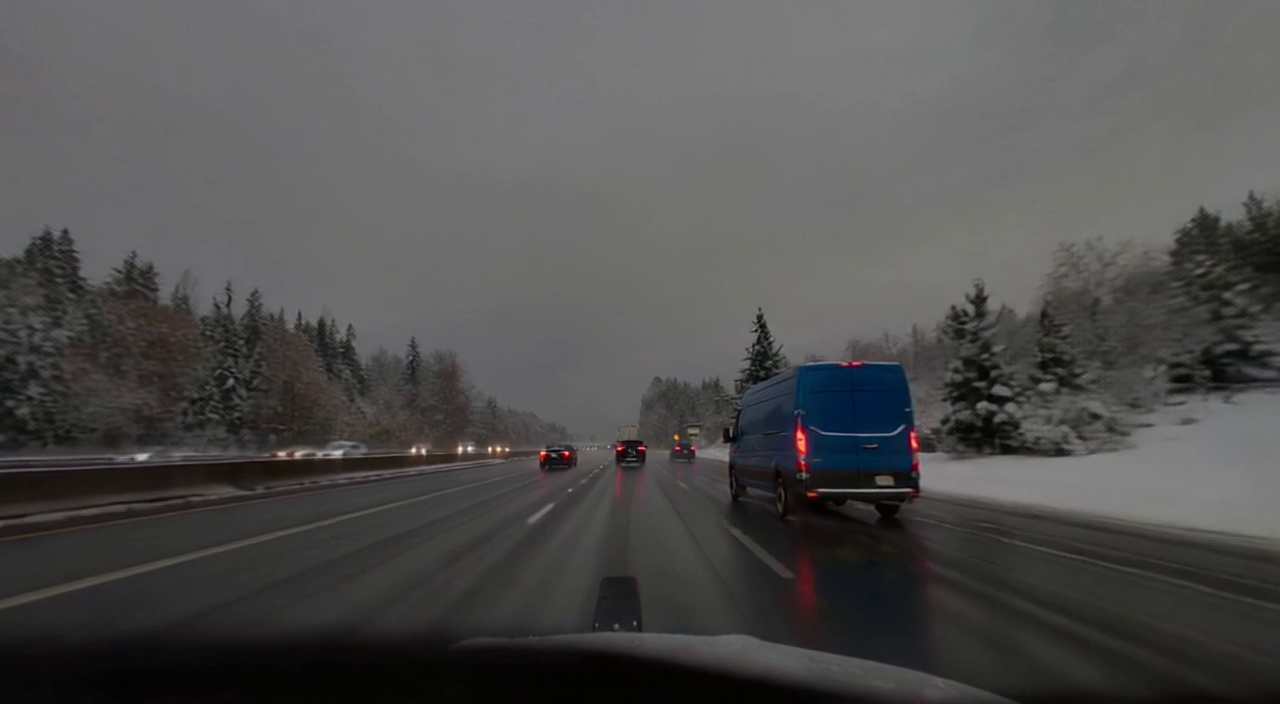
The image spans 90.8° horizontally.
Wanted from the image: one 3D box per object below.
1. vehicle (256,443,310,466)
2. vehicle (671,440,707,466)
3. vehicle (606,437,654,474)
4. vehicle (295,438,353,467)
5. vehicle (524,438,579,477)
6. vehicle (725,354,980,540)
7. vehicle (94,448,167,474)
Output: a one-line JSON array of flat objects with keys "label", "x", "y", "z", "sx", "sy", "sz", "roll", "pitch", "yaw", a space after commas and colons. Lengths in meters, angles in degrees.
[{"label": "vehicle", "x": -24.974, "y": 7.171, "z": 44.308, "sx": 1.824, "sy": 1.511, "sz": 3.484, "roll": 0, "pitch": -8, "yaw": -1}, {"label": "vehicle", "x": 3.458, "y": 7.253, "z": 45.521, "sx": 2.160, "sy": 1.759, "sz": 4.214, "roll": 0, "pitch": -8, "yaw": -2}, {"label": "vehicle", "x": -0.523, "y": 5.329, "z": 32.727, "sx": 2.297, "sy": 1.783, "sz": 4.355, "roll": 0, "pitch": -8, "yaw": -1}, {"label": "vehicle", "x": -17.760, "y": 5.651, "z": 35.648, "sx": 1.520, "sy": 1.495, "sz": 3.354, "roll": 0, "pitch": -8, "yaw": 0}, {"label": "vehicle", "x": -4.194, "y": 5.082, "z": 30.639, "sx": 2.023, "sy": 1.709, "sz": 4.263, "roll": 0, "pitch": -8, "yaw": 0}, {"label": "vehicle", "x": 3.535, "y": 1.845, "z": 12.539, "sx": 2.631, "sy": 2.709, "sz": 6.496, "roll": 0, "pitch": -8, "yaw": -1}, {"label": "vehicle", "x": -29.048, "y": 6.181, "z": 36.137, "sx": 1.440, "sy": 1.397, "sz": 3.257, "roll": 0, "pitch": -9, "yaw": -1}]
